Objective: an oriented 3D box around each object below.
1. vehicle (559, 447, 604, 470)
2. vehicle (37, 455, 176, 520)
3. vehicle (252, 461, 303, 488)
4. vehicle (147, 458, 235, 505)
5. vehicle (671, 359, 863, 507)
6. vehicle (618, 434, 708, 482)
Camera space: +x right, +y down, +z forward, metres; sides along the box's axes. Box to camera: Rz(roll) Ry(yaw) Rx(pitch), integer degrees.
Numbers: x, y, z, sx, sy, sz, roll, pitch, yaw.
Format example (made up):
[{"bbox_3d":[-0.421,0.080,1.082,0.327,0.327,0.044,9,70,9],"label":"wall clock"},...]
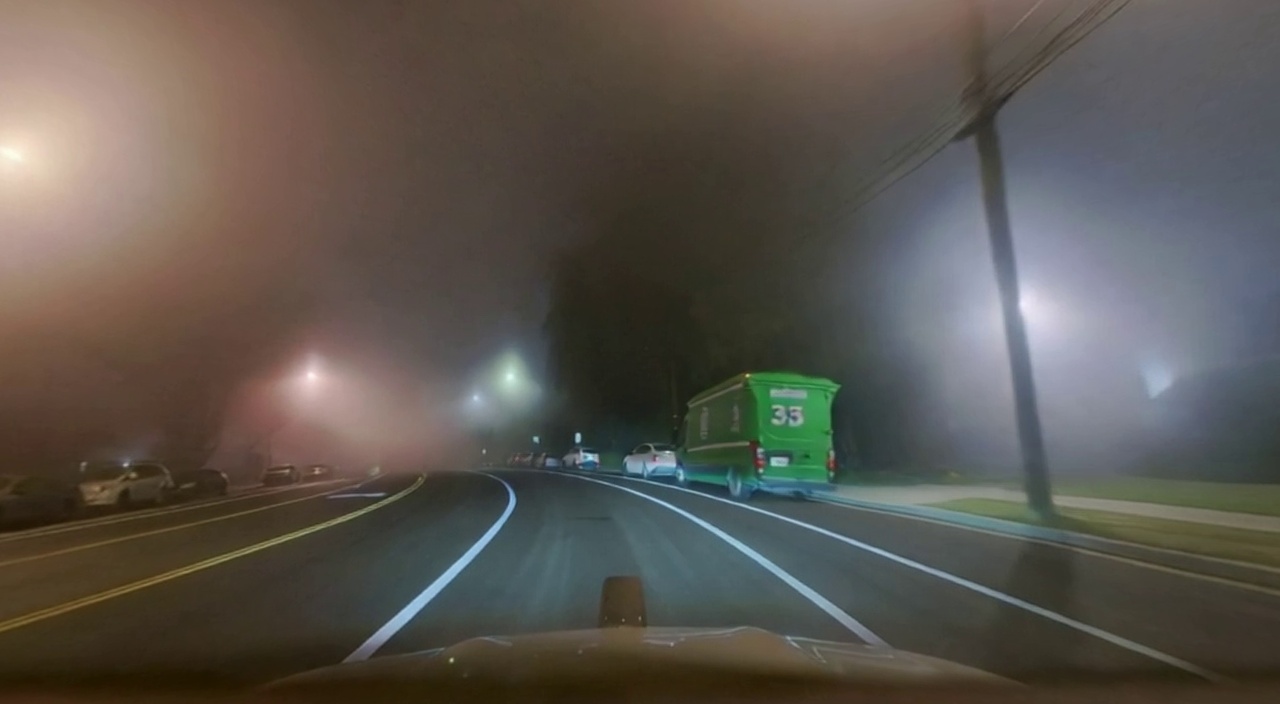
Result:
[{"bbox_3d":[-4.087,7.336,43.436,2.041,1.520,4.674,3,-9,-18],"label":"vehicle"},{"bbox_3d":[-18.041,4.516,21.507,1.898,1.838,4.072,0,-8,-14],"label":"vehicle"},{"bbox_3d":[-24.433,8.228,42.486,1.949,1.456,4.497,2,-7,-17],"label":"vehicle"},{"bbox_3d":[-20.247,5.800,28.500,1.934,1.733,3.921,-1,-8,-15],"label":"vehicle"},{"bbox_3d":[3.086,2.389,18.095,2.918,3.319,7.595,1,-9,-9],"label":"vehicle"},{"bbox_3d":[0.831,4.639,27.867,2.251,1.868,6.178,2,-9,-15],"label":"vehicle"}]
